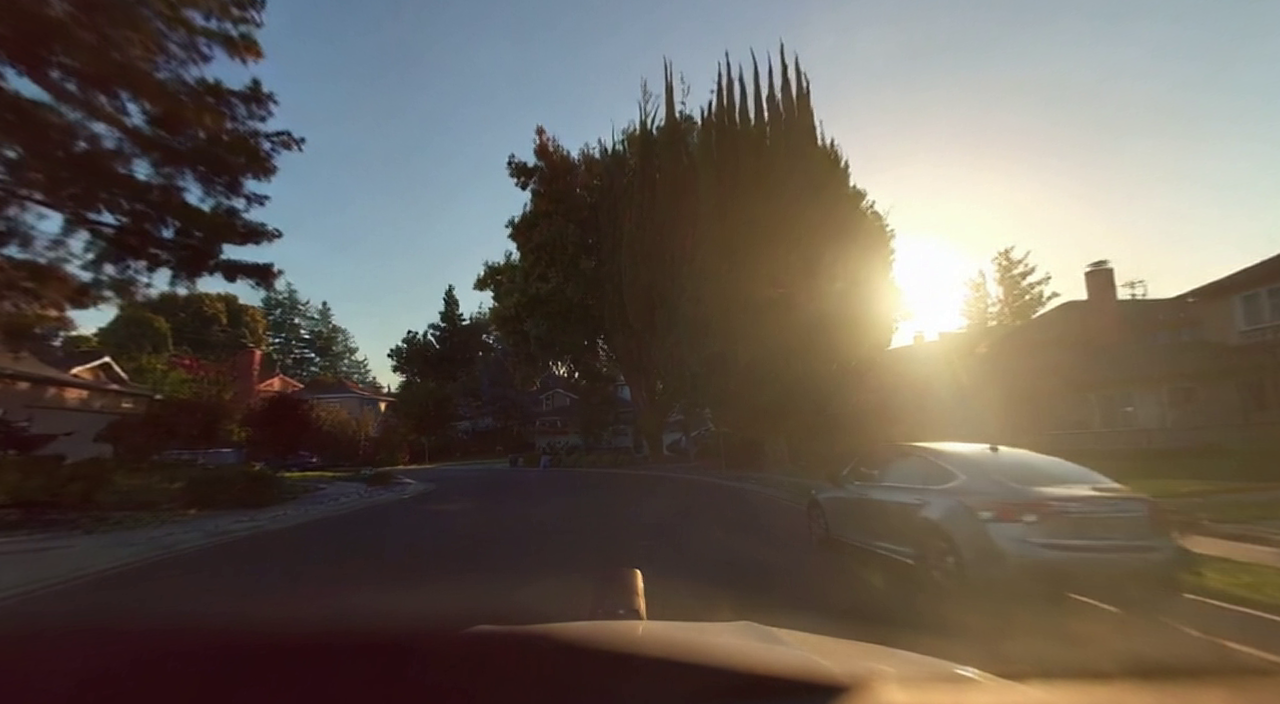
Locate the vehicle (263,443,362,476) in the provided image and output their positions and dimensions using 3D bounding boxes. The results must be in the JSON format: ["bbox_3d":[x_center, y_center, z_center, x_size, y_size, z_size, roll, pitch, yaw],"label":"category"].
[{"bbox_3d":[-17.537,5.749,33.767,4.330,1.657,2.037,-2,-9,14],"label":"vehicle"}]

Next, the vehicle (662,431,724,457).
[{"bbox_3d":[4.011,6.929,47.277,2.208,1.773,5.065,-7,-11,37],"label":"vehicle"}]

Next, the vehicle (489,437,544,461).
[{"bbox_3d":[-9.438,7.458,48.526,2.064,1.758,5.132,-3,-9,15],"label":"vehicle"}]

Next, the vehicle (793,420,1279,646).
[{"bbox_3d":[3.317,1.569,6.658,1.998,1.489,4.722,0,-9,-3],"label":"vehicle"}]
